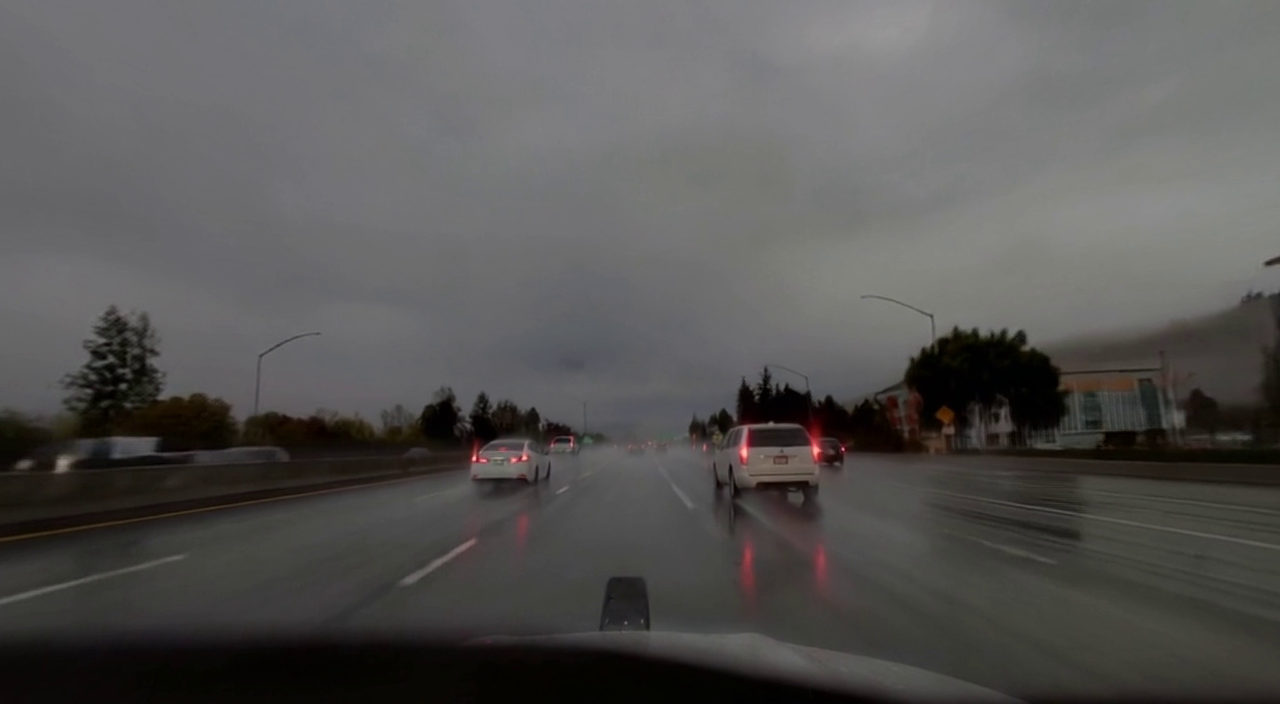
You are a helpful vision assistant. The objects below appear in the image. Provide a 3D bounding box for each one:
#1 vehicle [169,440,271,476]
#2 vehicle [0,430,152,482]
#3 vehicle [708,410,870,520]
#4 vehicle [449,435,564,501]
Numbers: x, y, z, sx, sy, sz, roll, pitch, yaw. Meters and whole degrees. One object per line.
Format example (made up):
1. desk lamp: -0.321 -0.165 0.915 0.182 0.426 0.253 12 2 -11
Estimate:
1. vehicle: -19.725 4.991 29.833 2.028 1.565 3.951 -1 -8 1
2. vehicle: -26.812 4.908 30.152 2.216 2.221 5.780 0 -8 0
3. vehicle: 2.813 2.291 13.272 2.148 1.852 4.835 0 -8 -1
4. vehicle: -3.436 3.087 17.269 2.080 1.542 4.718 -1 -8 1
